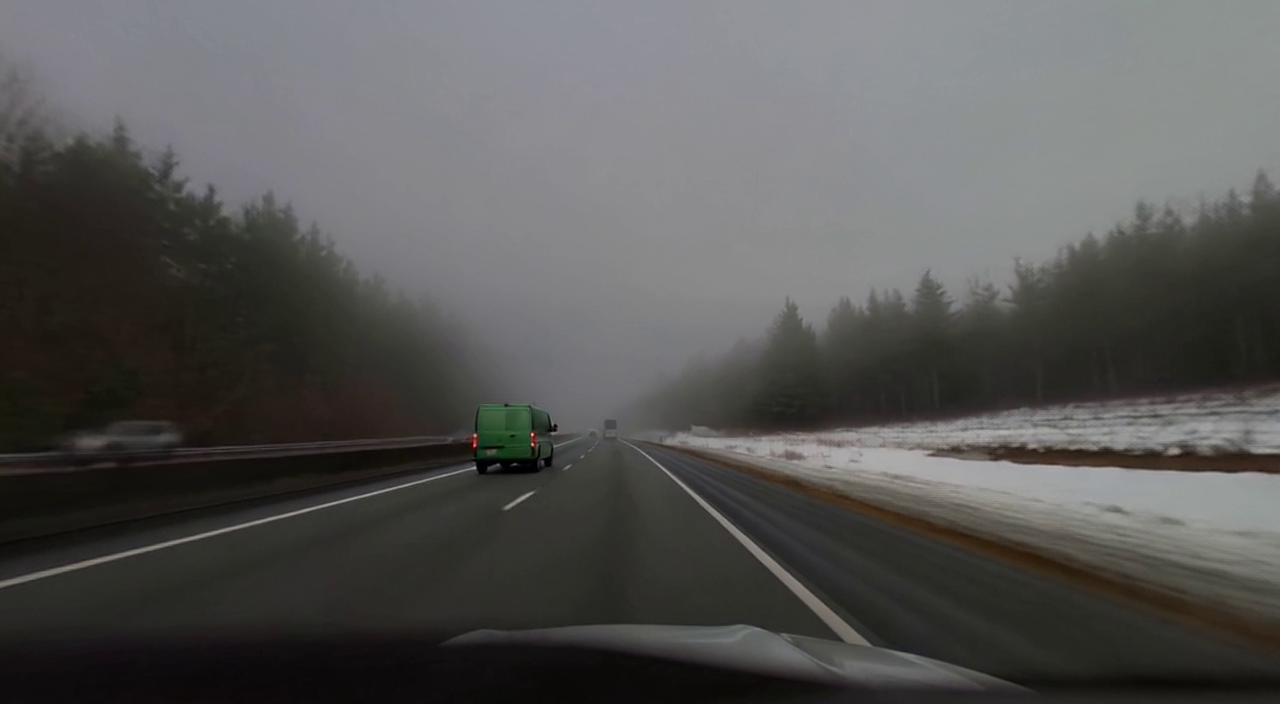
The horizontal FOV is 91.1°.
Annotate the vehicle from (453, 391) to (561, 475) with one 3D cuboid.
[{"bbox_3d":[-4.337,2.790,21.644,2.561,2.509,5.465,0,-8,-1],"label":"vehicle"}]

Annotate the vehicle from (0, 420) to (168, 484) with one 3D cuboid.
[{"bbox_3d":[-15.320,2.669,17.107,1.825,1.536,4.043,0,-8,-1],"label":"vehicle"}]
